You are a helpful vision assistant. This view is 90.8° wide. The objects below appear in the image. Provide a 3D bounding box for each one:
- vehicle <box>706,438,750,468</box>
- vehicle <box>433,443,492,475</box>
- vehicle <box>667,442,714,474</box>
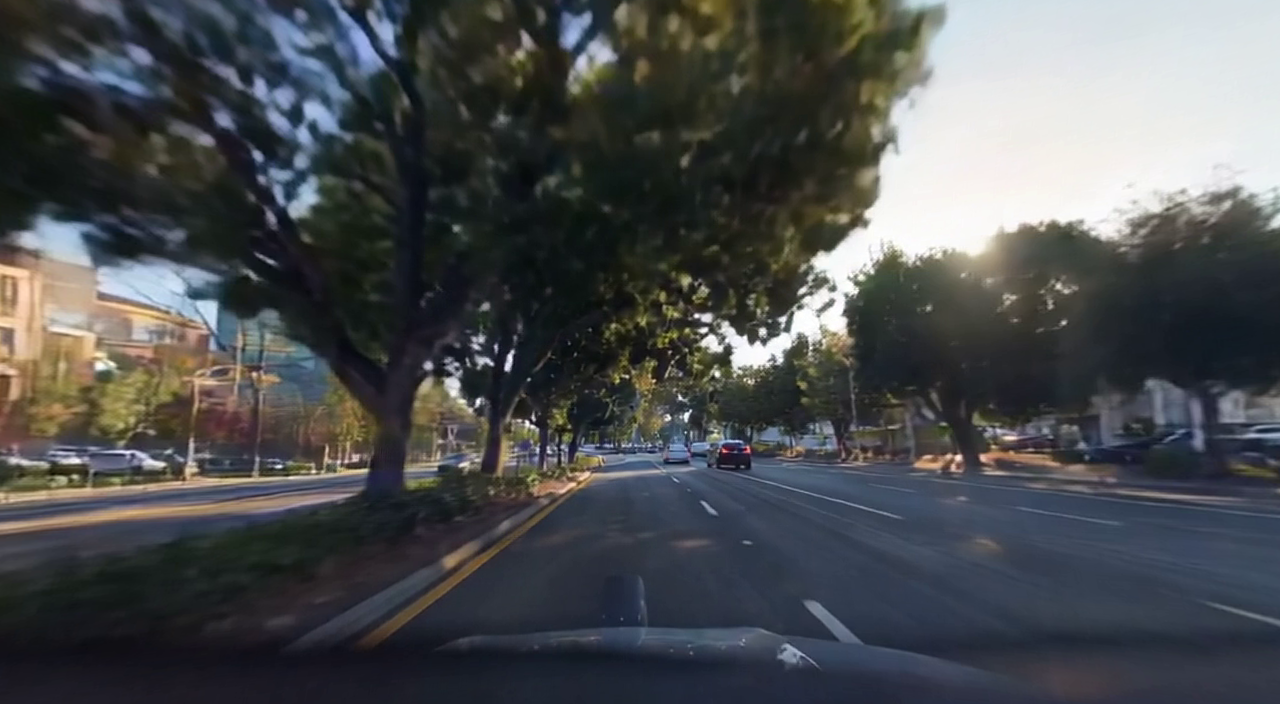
[{"bbox_3d":[5.552,6.414,40.372,1.946,1.773,4.641,0,-9,-2],"label":"vehicle"},{"bbox_3d":[-9.351,5.660,33.697,1.843,1.564,4.811,0,-9,-1],"label":"vehicle"},{"bbox_3d":[2.502,5.400,32.405,1.917,1.538,4.259,0,-9,-2],"label":"vehicle"}]
